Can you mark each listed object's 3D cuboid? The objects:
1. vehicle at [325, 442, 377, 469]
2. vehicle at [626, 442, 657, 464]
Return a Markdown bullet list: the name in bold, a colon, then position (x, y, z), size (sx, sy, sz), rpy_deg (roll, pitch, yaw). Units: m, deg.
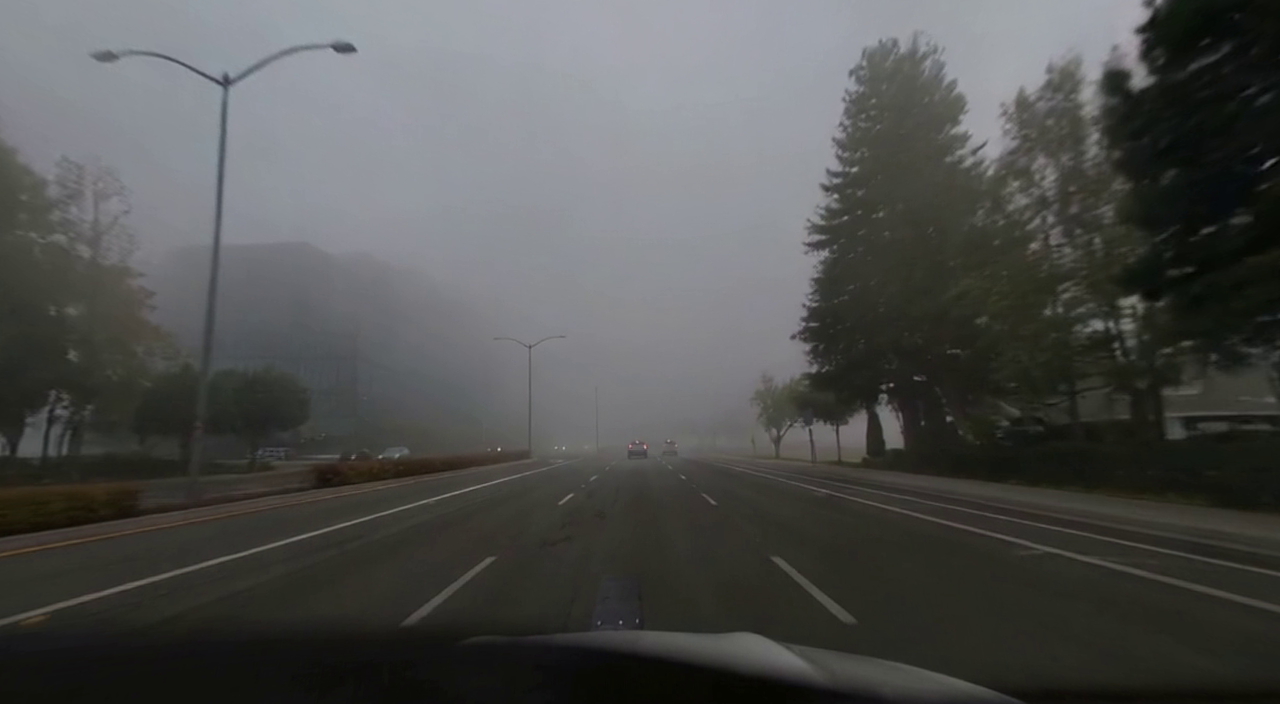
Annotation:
- **vehicle**: position (-21.713, 7.772, 47.703), size (2.308, 1.840, 5.236), rpy_deg (1, -8, -10)
- **vehicle**: position (0.071, 6.884, 43.305), size (2.080, 1.445, 4.096), rpy_deg (0, -8, -1)
